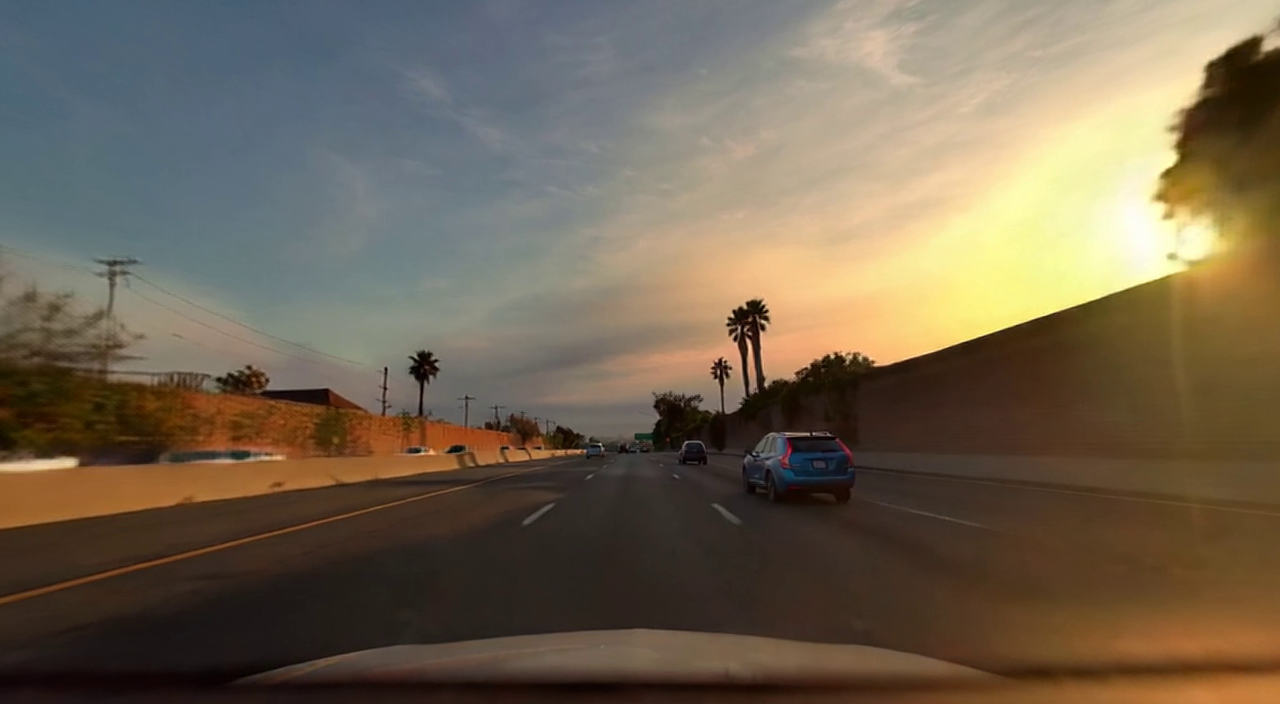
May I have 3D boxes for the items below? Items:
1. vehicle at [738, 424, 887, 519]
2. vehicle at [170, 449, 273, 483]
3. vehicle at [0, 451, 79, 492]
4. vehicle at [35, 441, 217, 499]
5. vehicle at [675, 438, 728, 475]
[{"bbox_3d":[3.442,2.464,13.558,1.910,1.696,4.187,0,-8,-1],"label":"vehicle"},{"bbox_3d":[-20.310,5.544,30.995,1.808,1.487,4.729,0,-8,0],"label":"vehicle"},{"bbox_3d":[-26.951,5.052,26.931,1.964,1.646,4.477,0,-8,0],"label":"vehicle"},{"bbox_3d":[-15.946,3.648,20.035,1.916,1.608,4.537,0,-9,0],"label":"vehicle"},{"bbox_3d":[2.950,5.129,31.200,2.045,1.688,4.313,0,-9,-2],"label":"vehicle"}]
